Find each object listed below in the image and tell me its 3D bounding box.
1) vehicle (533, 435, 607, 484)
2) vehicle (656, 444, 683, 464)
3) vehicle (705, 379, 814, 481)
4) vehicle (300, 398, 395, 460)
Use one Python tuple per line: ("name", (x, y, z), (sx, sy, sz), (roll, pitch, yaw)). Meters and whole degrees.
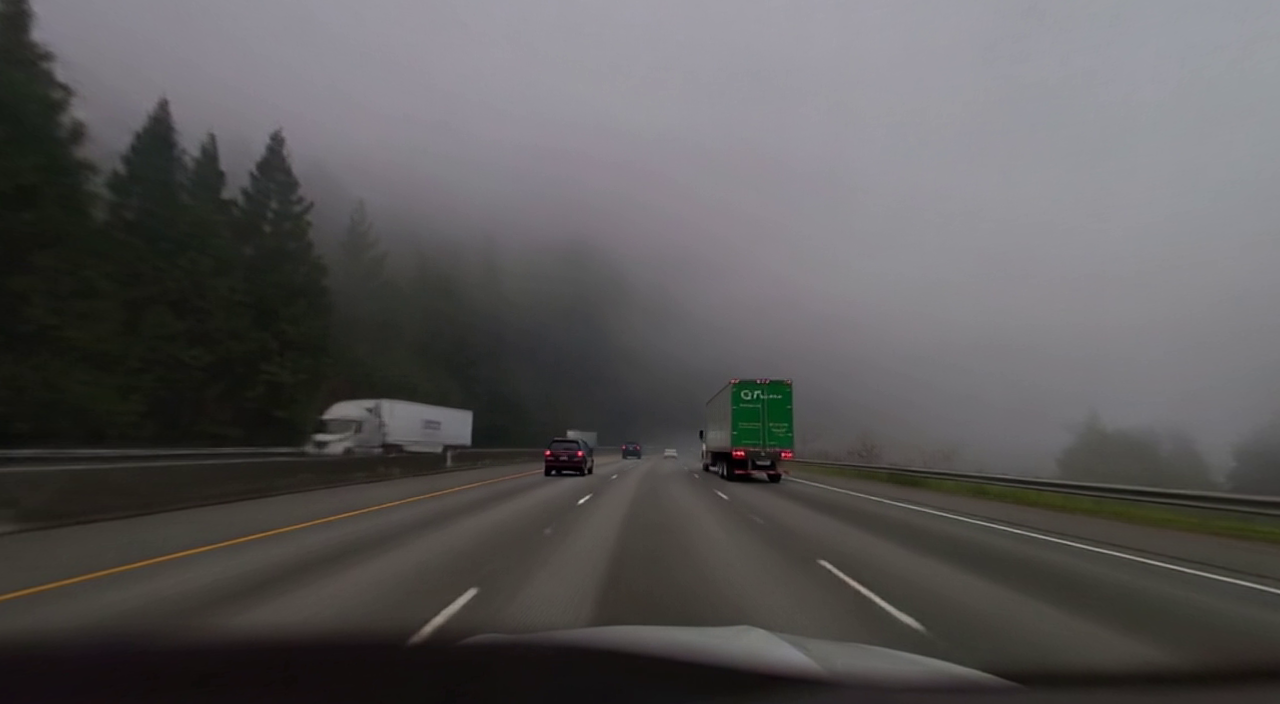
("vehicle", (-2.621, 4.158, 24.644), (2.205, 1.728, 4.397), (0, -9, 2))
("vehicle", (2.334, 7.947, 49.194), (1.990, 1.537, 3.725), (-1, -9, 3))
("vehicle", (5.418, 4.113, 31.807), (3.057, 3.993, 13.914), (0, -9, 1))
("vehicle", (-19.501, 5.276, 42.455), (3.086, 3.842, 5.980), (-1, -9, 4))
